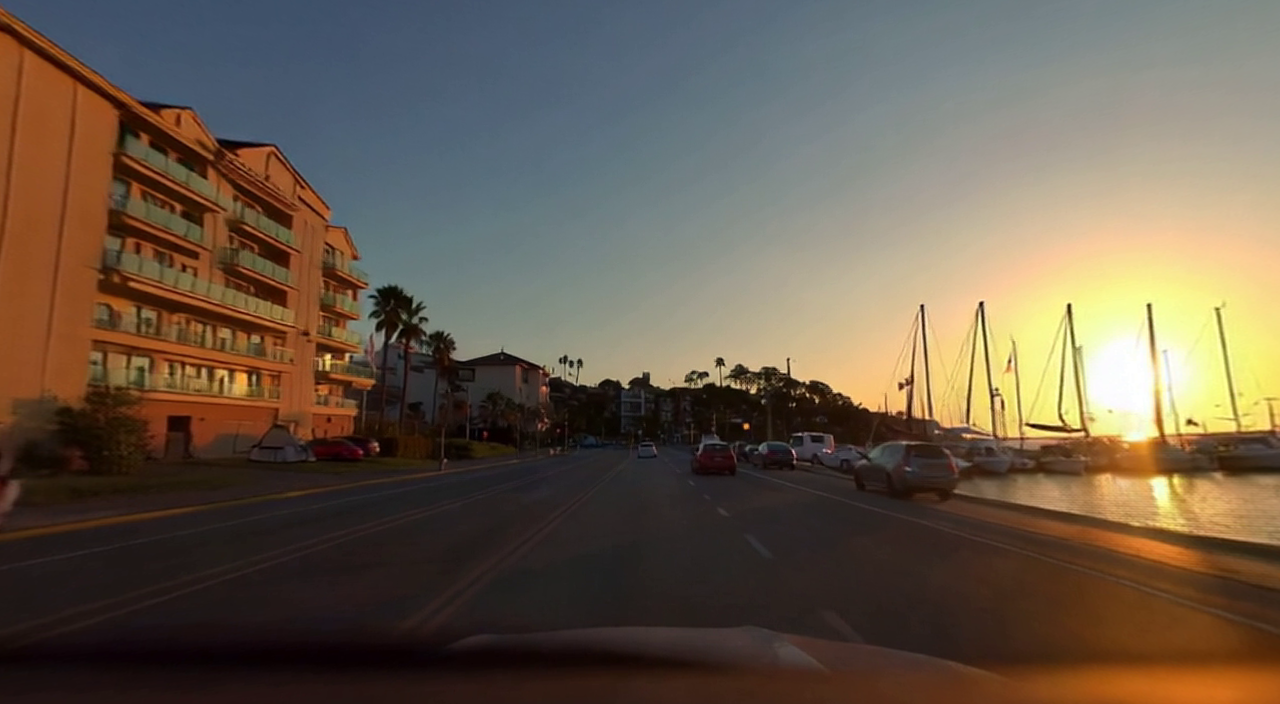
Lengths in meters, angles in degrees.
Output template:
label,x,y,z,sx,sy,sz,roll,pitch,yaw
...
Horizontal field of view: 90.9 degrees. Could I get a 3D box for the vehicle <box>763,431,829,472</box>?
label,x,y,z,sx,sy,sz,roll,pitch,yaw
vehicle,8.024,5.172,32.910,2.056,1.896,5.062,0,-8,-1

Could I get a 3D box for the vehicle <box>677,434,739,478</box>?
label,x,y,z,sx,sy,sz,roll,pitch,yaw
vehicle,2.679,4.201,25.635,2.047,1.640,4.051,0,-8,0

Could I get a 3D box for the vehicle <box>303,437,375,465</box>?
label,x,y,z,sx,sy,sz,roll,pitch,yaw
vehicle,-17.912,5.900,37.778,1.840,1.522,4.695,-1,-9,2

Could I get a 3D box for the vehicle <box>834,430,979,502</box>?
label,x,y,z,sx,sy,sz,roll,pitch,yaw
vehicle,7.288,3.154,17.915,2.029,1.750,4.825,0,-8,1
